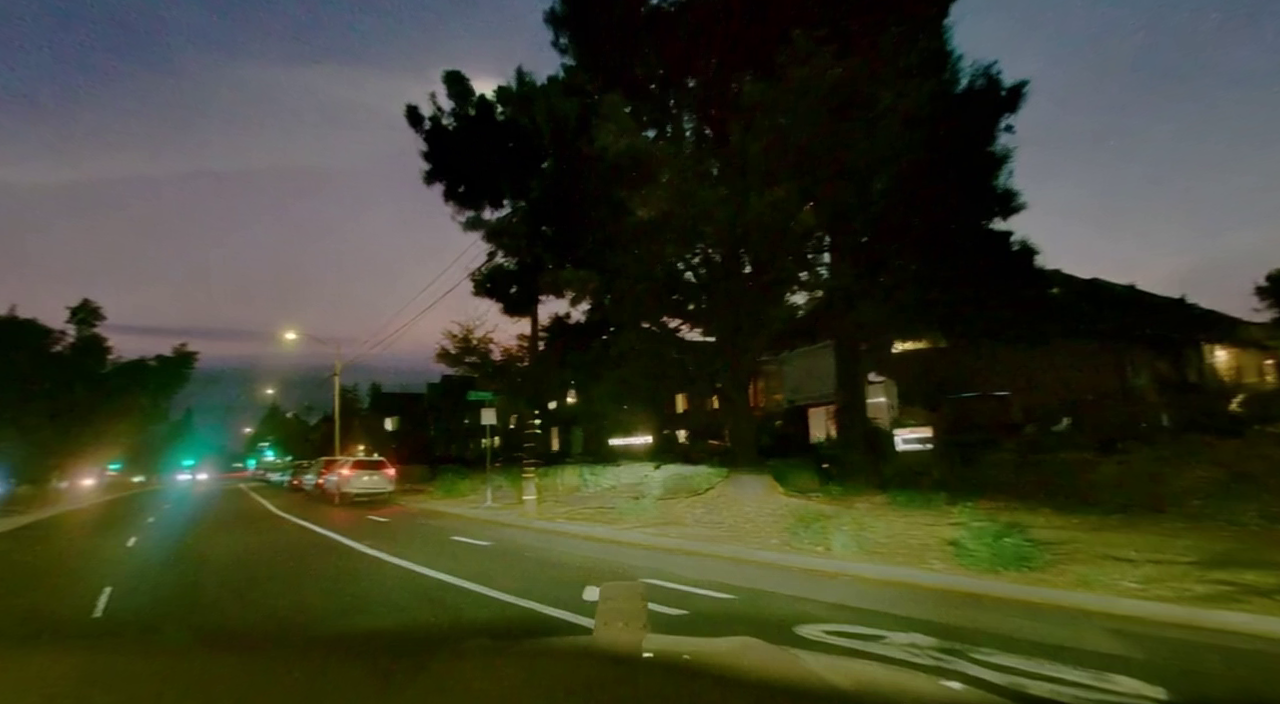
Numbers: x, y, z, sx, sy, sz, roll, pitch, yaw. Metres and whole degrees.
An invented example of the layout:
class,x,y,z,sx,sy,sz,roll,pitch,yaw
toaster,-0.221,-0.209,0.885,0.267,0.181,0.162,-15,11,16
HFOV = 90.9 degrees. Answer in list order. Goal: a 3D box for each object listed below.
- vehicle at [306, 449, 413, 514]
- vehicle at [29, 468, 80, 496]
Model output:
class,x,y,z,sx,sy,sz,roll,pitch,yaw
vehicle,-9.163,4.036,20.361,2.078,1.738,5.133,5,-10,-35
vehicle,-42.548,9.415,45.931,2.331,1.696,4.861,6,-11,-39
